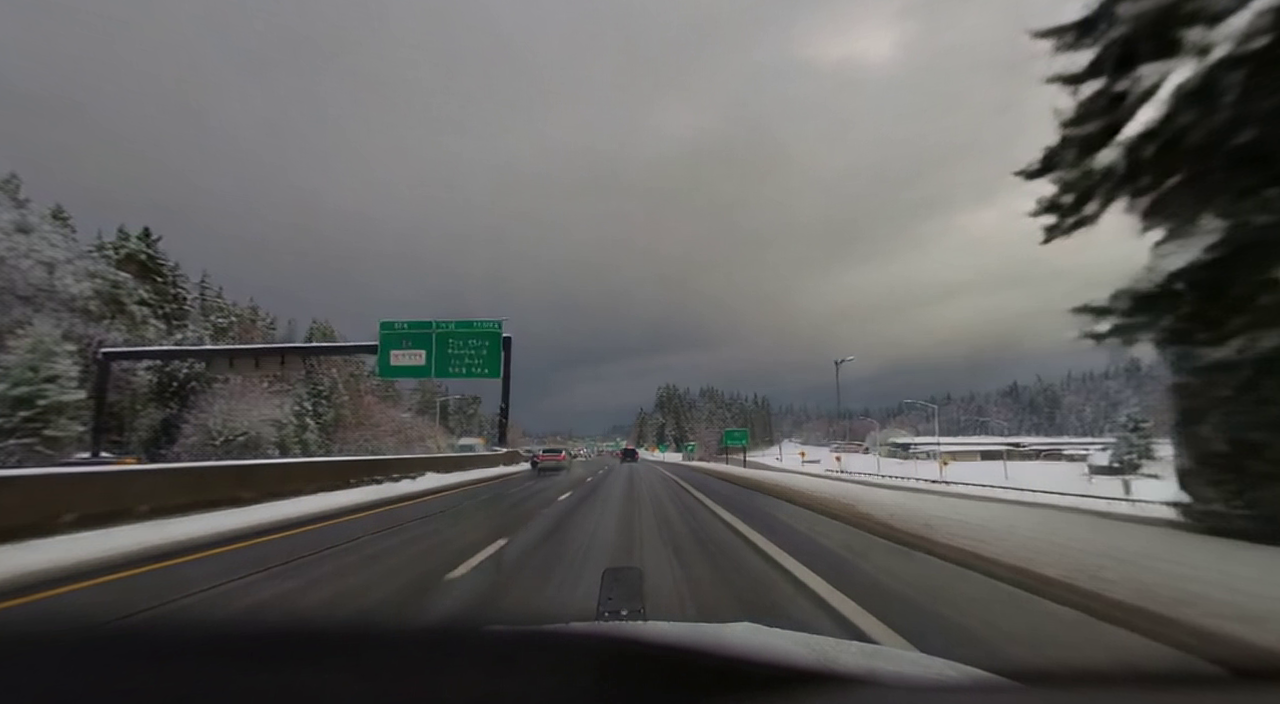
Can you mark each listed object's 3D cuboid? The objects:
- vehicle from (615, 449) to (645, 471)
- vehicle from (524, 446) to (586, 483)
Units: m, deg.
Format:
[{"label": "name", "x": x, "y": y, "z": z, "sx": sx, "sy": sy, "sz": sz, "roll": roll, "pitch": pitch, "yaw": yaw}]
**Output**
[{"label": "vehicle", "x": -0.722, "y": 7.683, "z": 45.137, "sx": 2.100, "sy": 1.471, "sz": 3.956, "roll": 0, "pitch": -8, "yaw": -1}, {"label": "vehicle", "x": -3.732, "y": 5.041, "z": 28.538, "sx": 2.067, "sy": 1.509, "sz": 4.551, "roll": 0, "pitch": -8, "yaw": 1}]
